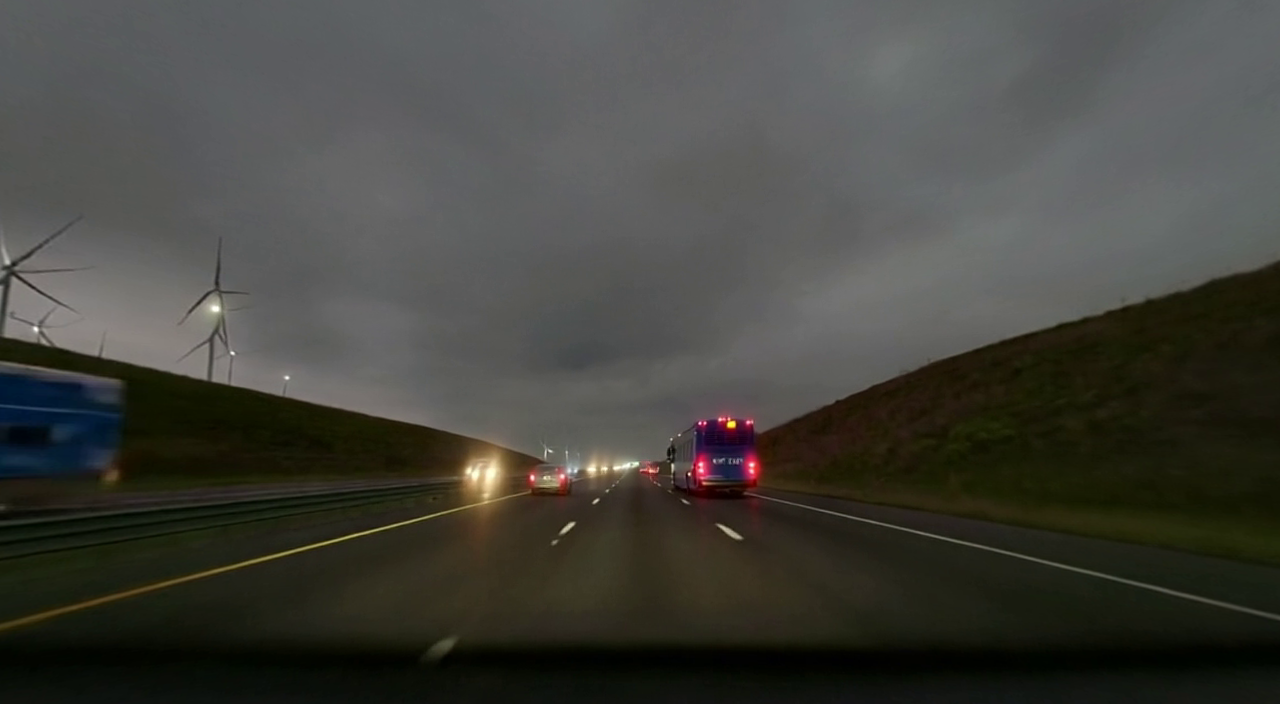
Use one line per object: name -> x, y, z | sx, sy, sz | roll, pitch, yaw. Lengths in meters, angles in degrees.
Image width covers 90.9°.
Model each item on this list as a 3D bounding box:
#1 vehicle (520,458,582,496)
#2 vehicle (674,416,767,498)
vehicle -> -3.963, 5.677, 28.756 | 2.213, 1.568, 4.274 | 1, -10, 0
vehicle -> 3.985, 5.985, 35.413 | 2.941, 3.574, 14.463 | 1, -10, -1
